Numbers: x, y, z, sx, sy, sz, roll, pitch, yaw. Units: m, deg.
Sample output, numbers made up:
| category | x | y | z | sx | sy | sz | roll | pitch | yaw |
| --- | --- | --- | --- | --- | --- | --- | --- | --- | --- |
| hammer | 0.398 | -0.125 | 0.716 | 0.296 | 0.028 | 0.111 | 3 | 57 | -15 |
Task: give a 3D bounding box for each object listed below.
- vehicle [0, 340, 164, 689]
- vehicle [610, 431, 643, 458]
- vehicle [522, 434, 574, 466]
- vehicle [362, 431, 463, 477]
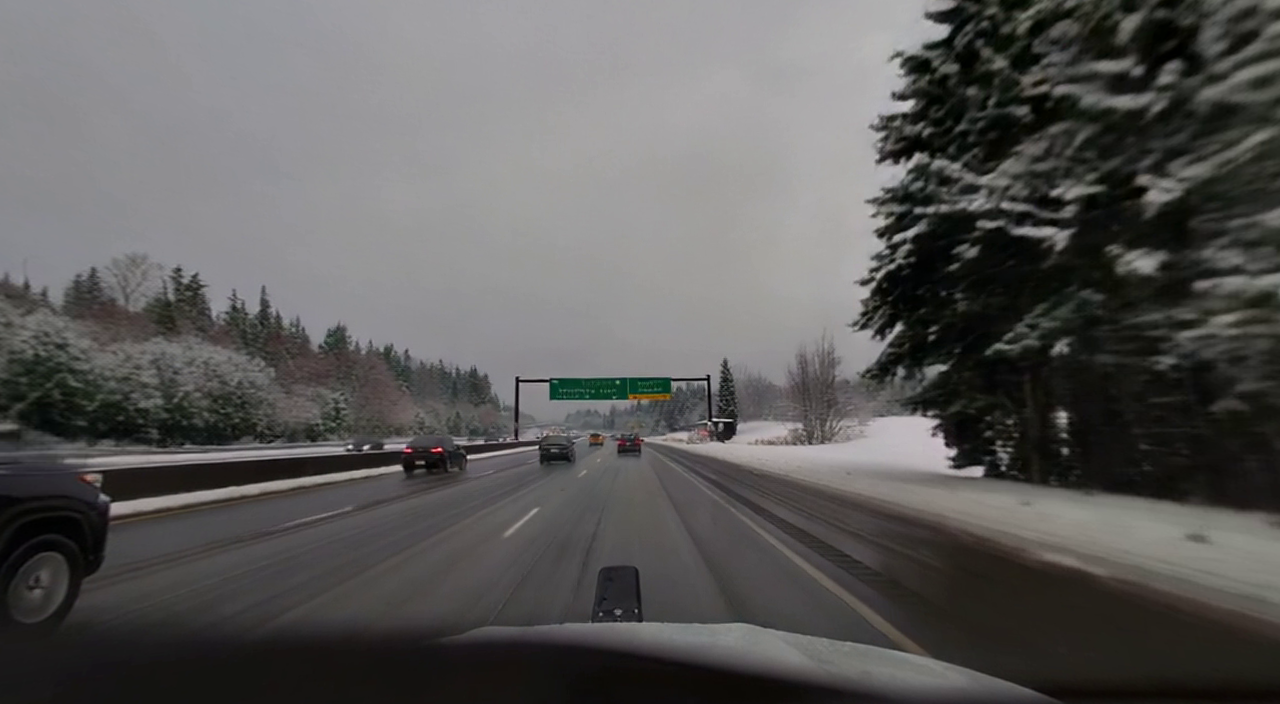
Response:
| category | x | y | z | sx | sy | sz | roll | pitch | yaw |
| --- | --- | --- | --- | --- | --- | --- | --- | --- | --- |
| vehicle | -4.344 | 0.705 | 2.172 | 1.971 | 1.822 | 4.366 | 0 | -8 | -1 |
| vehicle | -0.849 | 5.939 | 40.395 | 2.002 | 1.611 | 3.778 | 0 | -8 | 0 |
| vehicle | -4.474 | 4.805 | 31.080 | 1.909 | 1.445 | 4.087 | 0 | -8 | 0 |
| vehicle | -8.310 | 3.755 | 23.511 | 1.953 | 1.524 | 4.863 | 0 | -8 | 0 |
